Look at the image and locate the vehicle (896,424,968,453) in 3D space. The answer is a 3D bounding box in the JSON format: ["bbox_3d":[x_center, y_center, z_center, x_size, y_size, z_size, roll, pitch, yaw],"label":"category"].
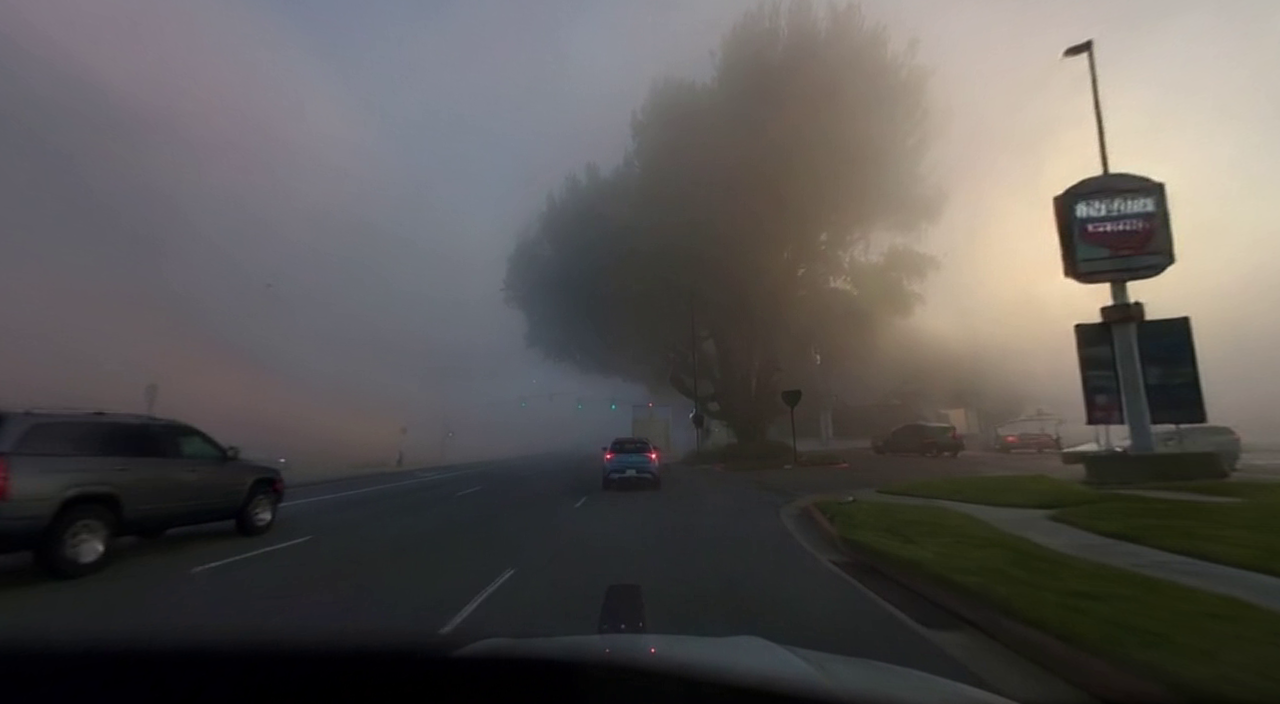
[{"bbox_3d":[17.332,5.206,37.498,2.009,1.630,4.436,0,-9,-2],"label":"vehicle"}]

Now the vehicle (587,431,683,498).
[{"bbox_3d":[-0.067,2.864,16.384,2.145,1.483,4.453,0,-9,1],"label":"vehicle"}]

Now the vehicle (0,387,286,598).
[{"bbox_3d":[-6.208,1.401,6.816,2.057,1.705,4.394,0,-9,1],"label":"vehicle"}]

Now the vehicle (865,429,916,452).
[{"bbox_3d":[17.195,6.145,43.332,1.902,1.502,4.395,0,-9,4],"label":"vehicle"}]
